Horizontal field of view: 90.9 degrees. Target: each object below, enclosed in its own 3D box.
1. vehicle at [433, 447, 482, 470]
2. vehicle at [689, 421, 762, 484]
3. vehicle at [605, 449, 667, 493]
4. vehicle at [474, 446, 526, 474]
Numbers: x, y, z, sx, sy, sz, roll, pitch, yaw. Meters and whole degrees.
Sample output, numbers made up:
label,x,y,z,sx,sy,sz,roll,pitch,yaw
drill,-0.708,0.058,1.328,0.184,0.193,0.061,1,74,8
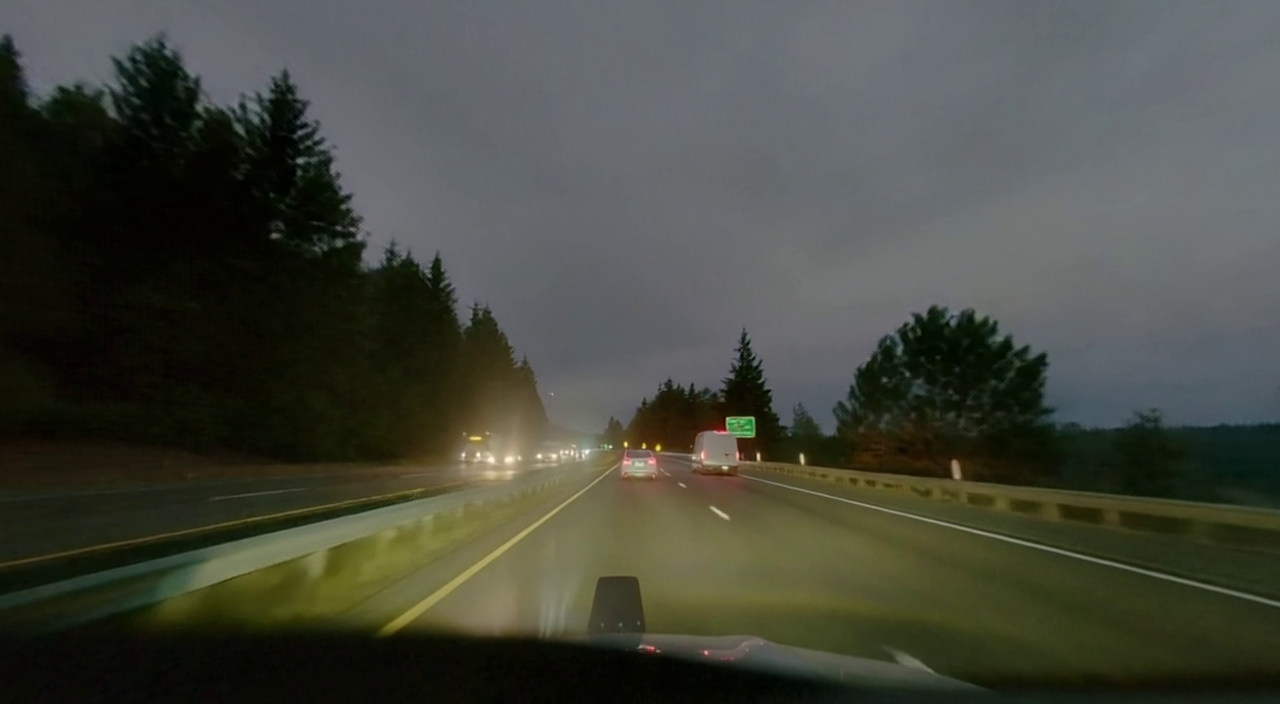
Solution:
label,x,y,z,sx,sy,sz,roll,pitch,yaw
vehicle,-12.089,7.080,42.082,1.836,1.406,4.624,0,-9,1
vehicle,3.867,4.727,29.806,2.513,2.633,5.930,0,-9,-1
vehicle,-0.161,4.177,22.500,2.037,1.417,3.885,0,-9,-1
vehicle,-7.809,6.078,35.557,1.888,1.466,4.355,0,-9,0
